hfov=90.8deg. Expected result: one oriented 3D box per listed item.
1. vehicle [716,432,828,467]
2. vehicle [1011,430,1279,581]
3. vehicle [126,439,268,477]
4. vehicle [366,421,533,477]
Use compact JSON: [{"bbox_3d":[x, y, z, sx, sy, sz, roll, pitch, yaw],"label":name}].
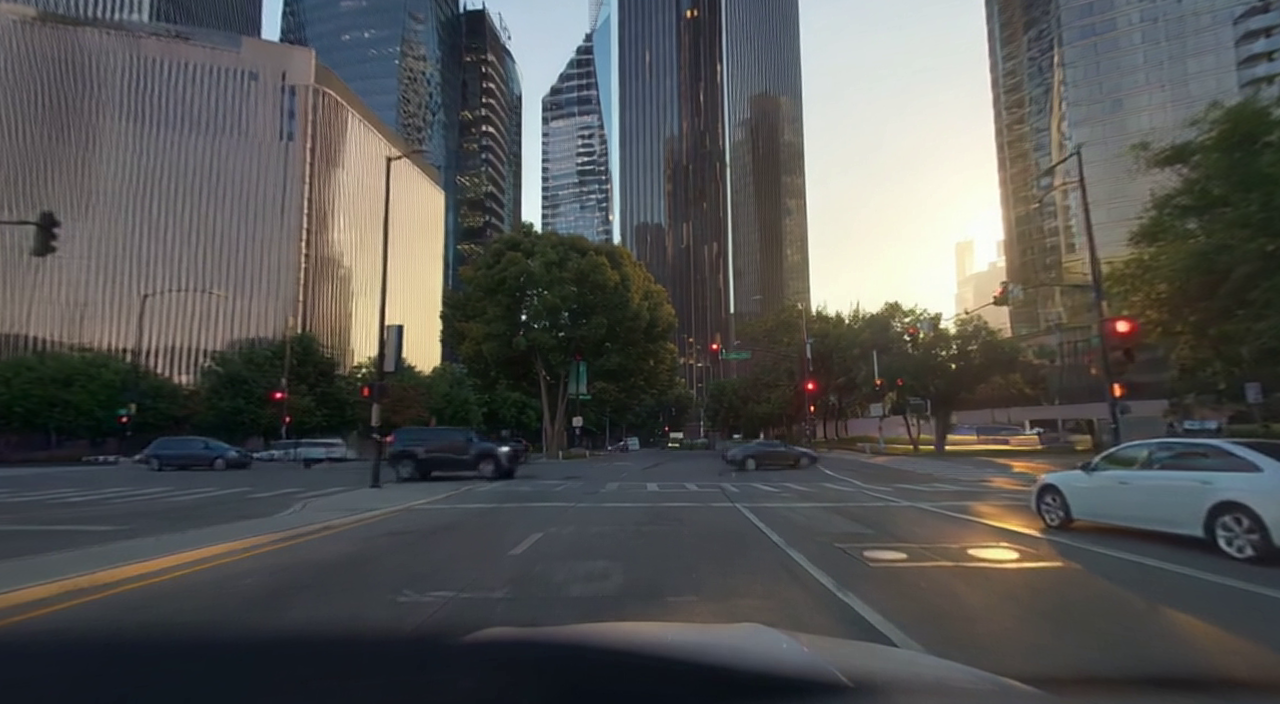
[{"bbox_3d":[5.804,4.329,28.124,4.503,1.475,1.789,0,-9,-4],"label":"vehicle"},{"bbox_3d":[7.321,1.815,8.247,1.936,1.489,4.885,0,-9,-1],"label":"vehicle"},{"bbox_3d":[-18.429,4.412,26.430,4.482,1.492,1.805,0,-9,-3],"label":"vehicle"},{"bbox_3d":[-7.043,3.662,23.992,5.659,1.967,2.149,0,-9,-3],"label":"vehicle"}]
